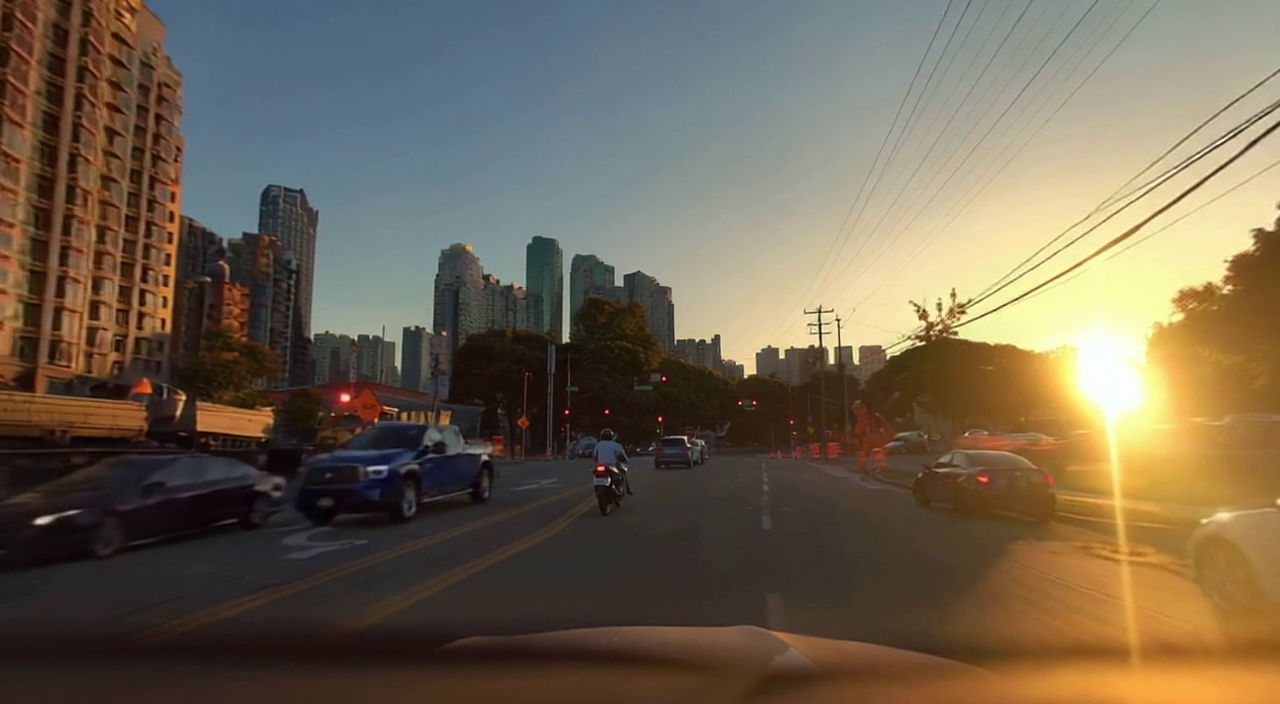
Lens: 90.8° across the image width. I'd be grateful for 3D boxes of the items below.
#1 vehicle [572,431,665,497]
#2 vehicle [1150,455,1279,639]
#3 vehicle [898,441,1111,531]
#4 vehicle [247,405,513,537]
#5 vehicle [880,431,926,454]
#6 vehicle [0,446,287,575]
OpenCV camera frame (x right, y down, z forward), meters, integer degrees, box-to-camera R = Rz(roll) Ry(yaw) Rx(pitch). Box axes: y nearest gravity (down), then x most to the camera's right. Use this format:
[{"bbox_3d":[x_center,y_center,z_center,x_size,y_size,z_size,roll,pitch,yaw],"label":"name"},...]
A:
[{"bbox_3d":[-0.458,3.076,17.755,1.925,1.602,4.090,-1,-8,8],"label":"vehicle"},{"bbox_3d":[5.942,1.331,4.043,1.891,1.442,4.560,-2,-13,6],"label":"vehicle"},{"bbox_3d":[6.940,2.552,12.740,1.973,1.457,4.522,-1,-8,6],"label":"vehicle"},{"bbox_3d":[-4.460,2.197,12.356,2.222,1.911,5.988,-1,-8,5],"label":"vehicle"},{"bbox_3d":[20.540,7.120,49.572,1.918,1.732,4.650,-1,-8,5],"label":"vehicle"},{"bbox_3d":[-7.898,2.163,9.649,1.932,1.429,4.766,-1,-8,5],"label":"vehicle"}]
